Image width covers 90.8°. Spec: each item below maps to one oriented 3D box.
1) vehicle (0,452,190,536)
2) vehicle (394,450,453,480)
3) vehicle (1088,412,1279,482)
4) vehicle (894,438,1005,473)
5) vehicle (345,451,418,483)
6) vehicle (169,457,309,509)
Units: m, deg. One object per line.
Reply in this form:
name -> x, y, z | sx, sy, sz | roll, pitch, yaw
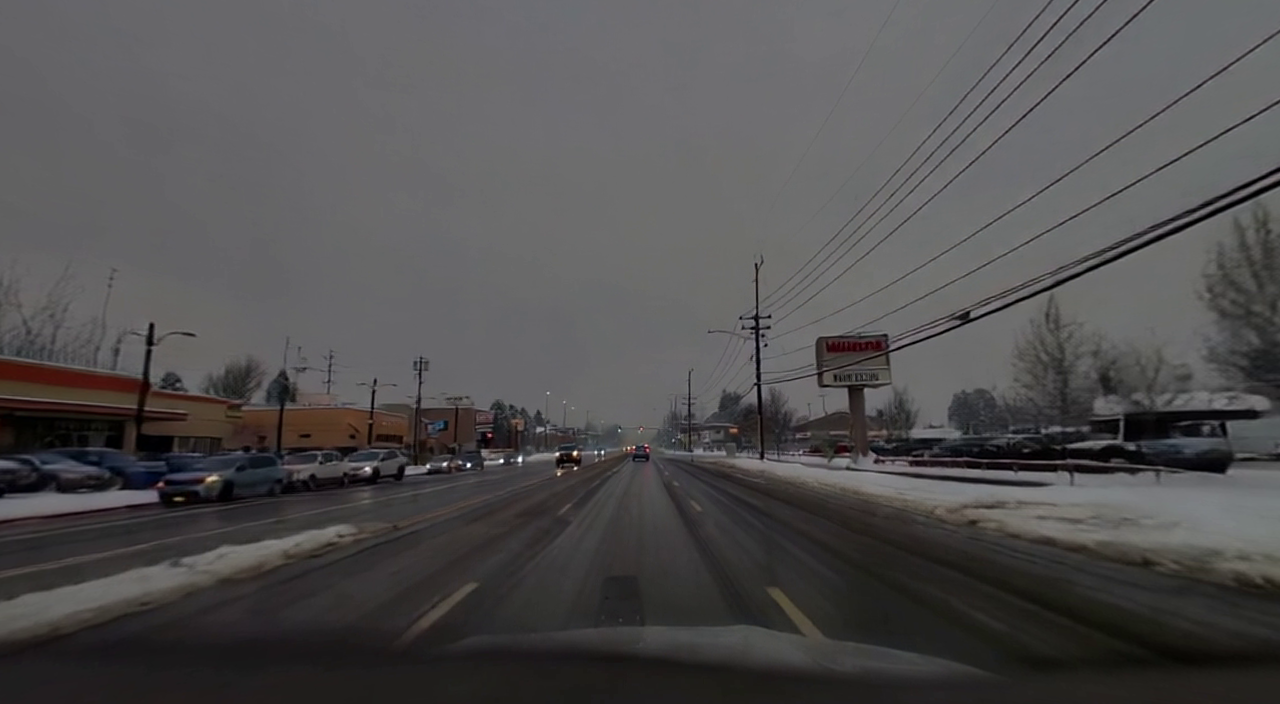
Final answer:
vehicle -> -13.657, 3.280, 15.100 | 2.014, 1.523, 5.092 | -3, -8, 1
vehicle -> -13.374, 6.959, 39.350 | 1.793, 1.534, 5.400 | -2, -7, 0
vehicle -> 15.550, 2.610, 17.413 | 4.667, 1.775, 2.199 | 0, -9, -1
vehicle -> 15.137, 5.062, 31.062 | 4.396, 1.412, 1.858 | -4, -7, 3
vehicle -> -13.597, 6.043, 33.544 | 1.901, 1.552, 4.541 | 0, -8, 0
vehicle -> -13.552, 4.420, 21.766 | 1.791, 1.377, 4.807 | -2, -8, -1
